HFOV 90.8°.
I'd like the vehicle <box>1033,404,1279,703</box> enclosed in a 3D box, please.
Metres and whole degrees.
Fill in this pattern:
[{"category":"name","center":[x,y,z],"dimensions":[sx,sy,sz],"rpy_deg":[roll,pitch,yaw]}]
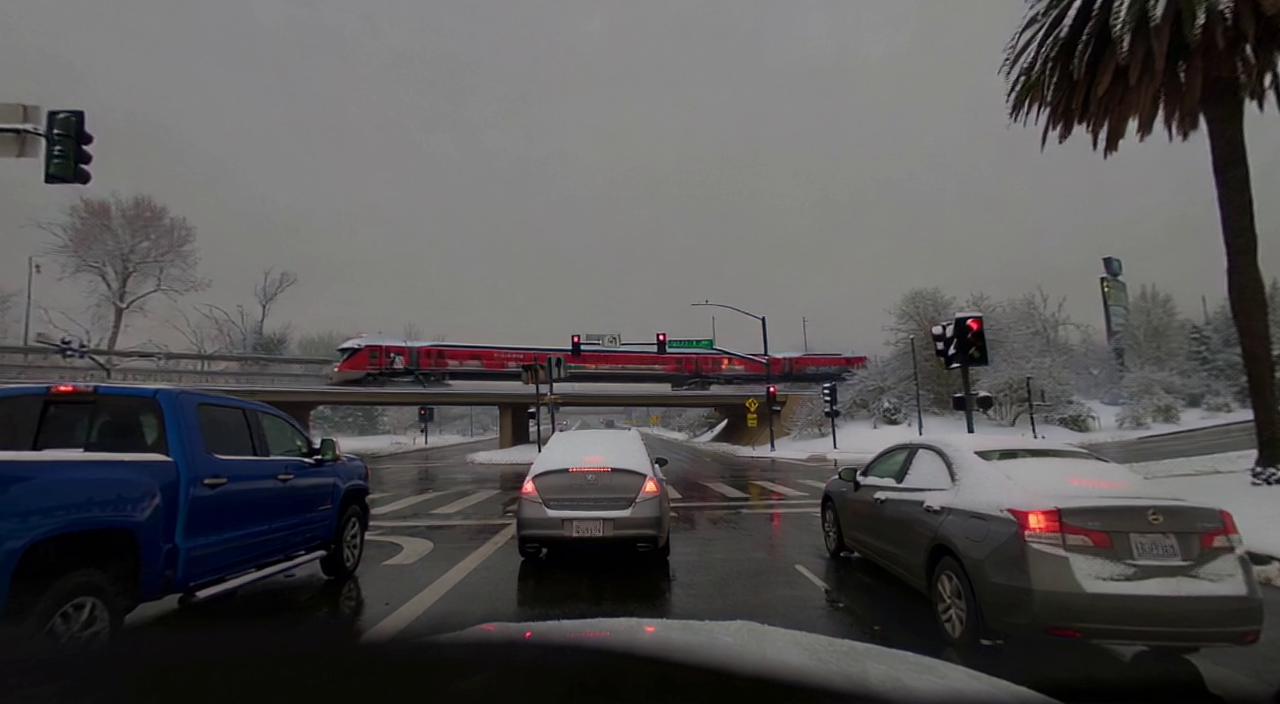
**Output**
[{"category":"vehicle","center":[3.879,0.893,2.199],"dimensions":[2.052,1.496,4.541],"rpy_deg":[0,-9,0]}]

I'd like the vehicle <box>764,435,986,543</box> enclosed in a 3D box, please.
[{"category":"vehicle","center":[3.679,2.217,10.961],"dimensions":[1.965,1.448,4.486],"rpy_deg":[0,-9,-2]}]

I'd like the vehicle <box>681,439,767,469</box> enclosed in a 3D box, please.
[{"category":"vehicle","center":[4.165,5.142,31.977],"dimensions":[1.878,1.428,4.416],"rpy_deg":[5,-10,-32]}]

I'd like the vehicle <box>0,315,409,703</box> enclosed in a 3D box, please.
[{"category":"vehicle","center":[-3.843,1.105,4.941],"dimensions":[2.078,1.838,5.448],"rpy_deg":[0,-9,-1]}]

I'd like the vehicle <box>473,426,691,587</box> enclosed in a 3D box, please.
[{"category":"vehicle","center":[-0.646,1.760,8.057],"dimensions":[2.035,1.491,4.090],"rpy_deg":[0,-9,-3]}]
